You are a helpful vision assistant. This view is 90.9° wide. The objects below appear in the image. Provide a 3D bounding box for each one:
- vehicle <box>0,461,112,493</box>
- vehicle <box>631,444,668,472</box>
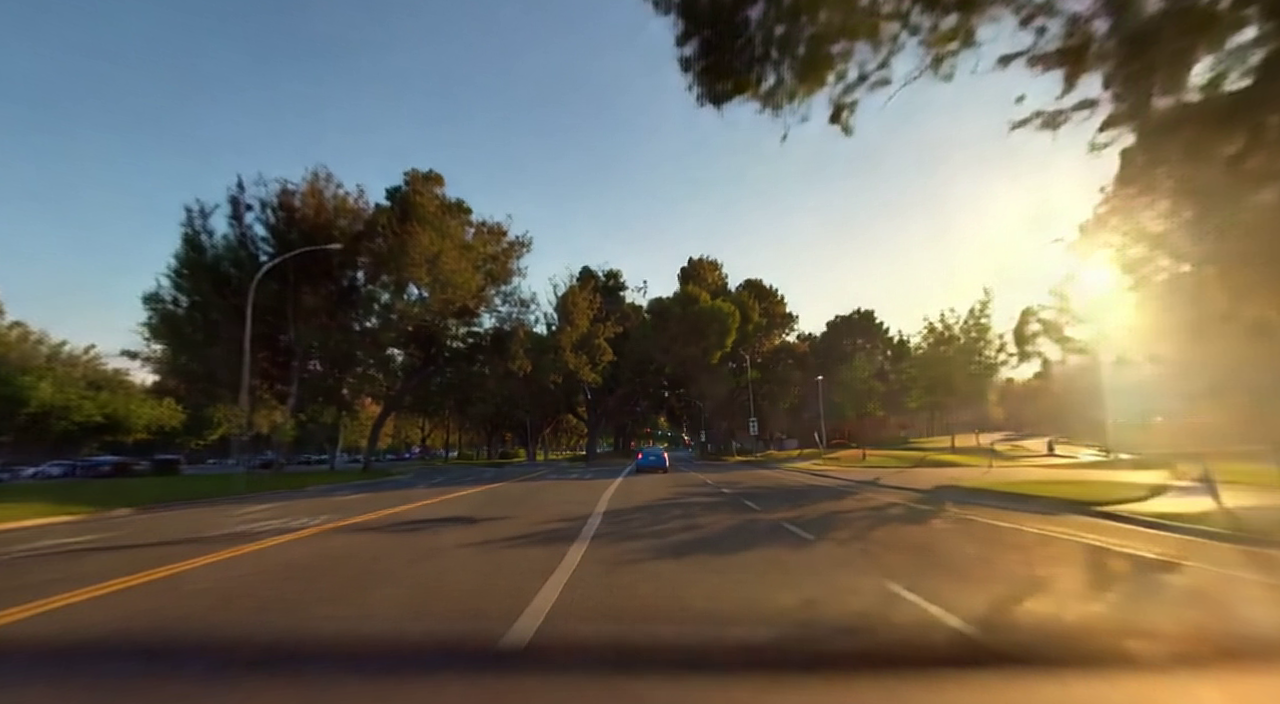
[{"bbox_3d":[-30.117,6.337,32.146,4.617,1.450,1.968,-1,-8,1],"label":"vehicle"},{"bbox_3d":[0.509,6.087,36.570,1.978,1.499,3.915,-1,-8,0],"label":"vehicle"}]
